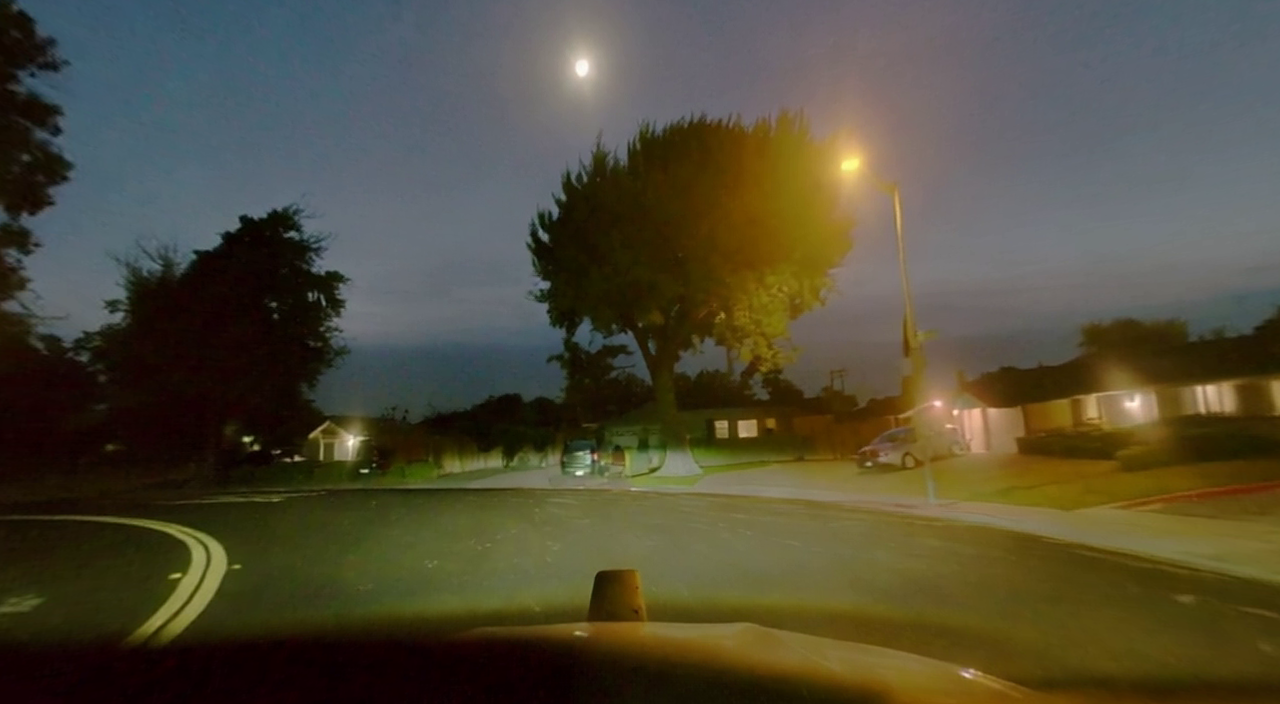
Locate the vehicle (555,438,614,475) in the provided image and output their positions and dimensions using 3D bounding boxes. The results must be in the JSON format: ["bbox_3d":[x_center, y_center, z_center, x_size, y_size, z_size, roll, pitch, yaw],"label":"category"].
[{"bbox_3d":[-2.445,4.727,28.955,1.819,1.442,4.329,-1,-6,7],"label":"vehicle"}]

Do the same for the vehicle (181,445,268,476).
[{"bbox_3d":[-23.626,6.160,36.158,2.042,1.633,4.132,0,-9,2],"label":"vehicle"}]

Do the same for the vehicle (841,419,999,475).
[{"bbox_3d":[9.387,3.122,21.141,4.799,1.451,2.144,0,-8,-27],"label":"vehicle"}]

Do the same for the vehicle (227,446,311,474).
[{"bbox_3d":[-20.974,6.093,35.946,1.933,1.477,4.361,-1,-9,4],"label":"vehicle"}]
